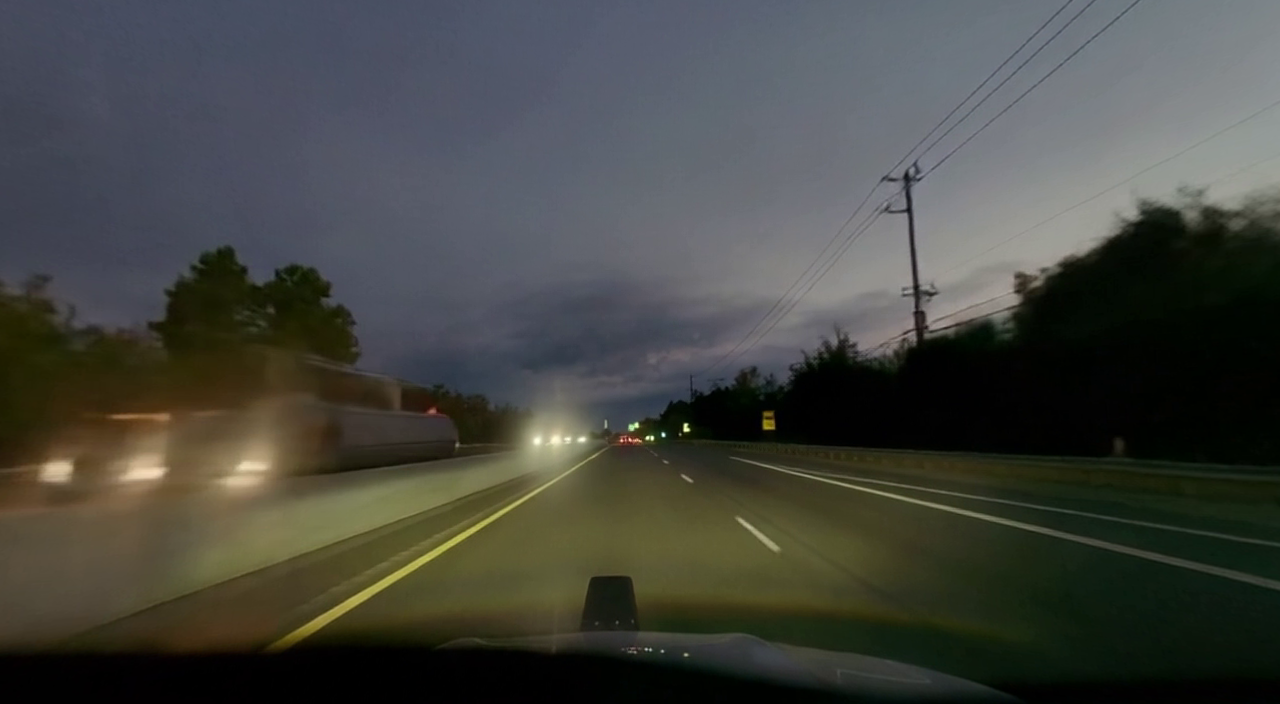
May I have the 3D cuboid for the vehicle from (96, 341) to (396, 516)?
[{"bbox_3d":[-9.076,1.959,16.026,2.646,3.377,7.637,0,-8,0],"label":"vehicle"}]
